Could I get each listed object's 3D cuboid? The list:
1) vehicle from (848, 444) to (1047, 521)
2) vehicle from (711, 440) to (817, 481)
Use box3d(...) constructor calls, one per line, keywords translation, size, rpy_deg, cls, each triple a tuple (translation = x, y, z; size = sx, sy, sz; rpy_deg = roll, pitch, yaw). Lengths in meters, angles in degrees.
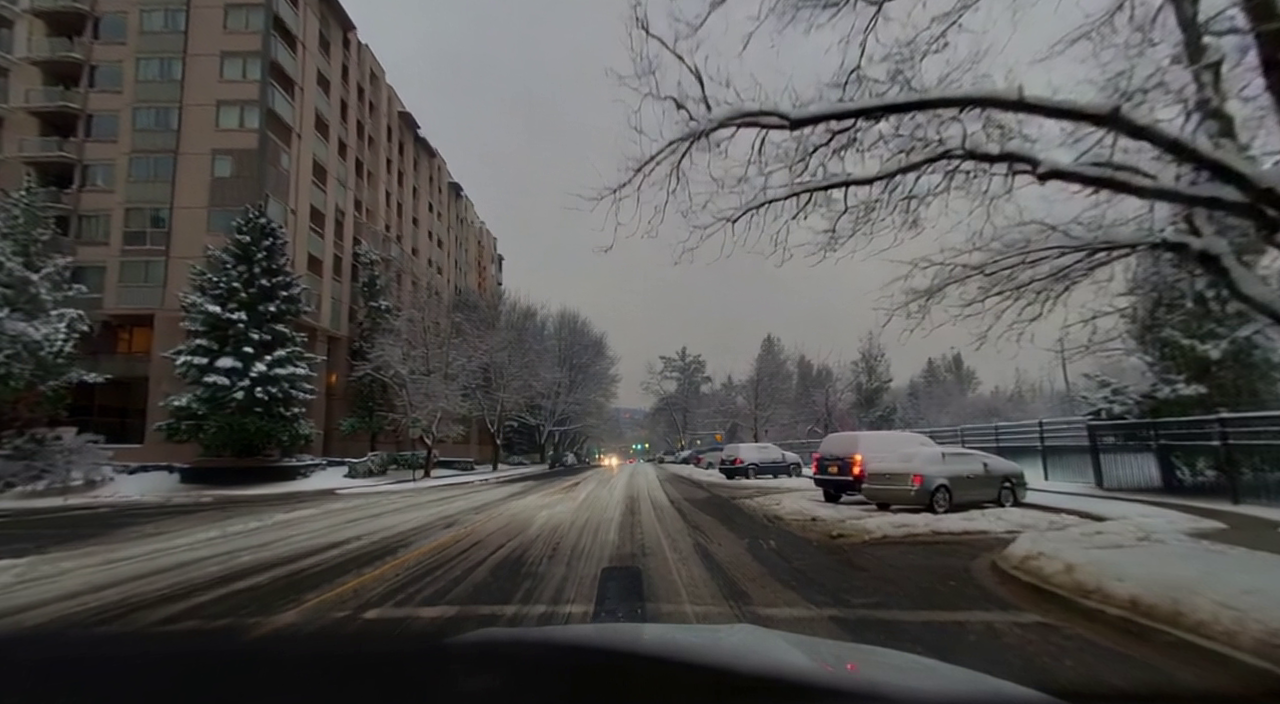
box3d(translation=(7.050, 2.863, 14.396), size=(4.402, 1.474, 1.957), rpy_deg=(6, -10, -32), cls="vehicle")
box3d(translation=(6.509, 5.640, 33.027), size=(5.061, 1.829, 2.274), rpy_deg=(2, -9, -29), cls="vehicle")
